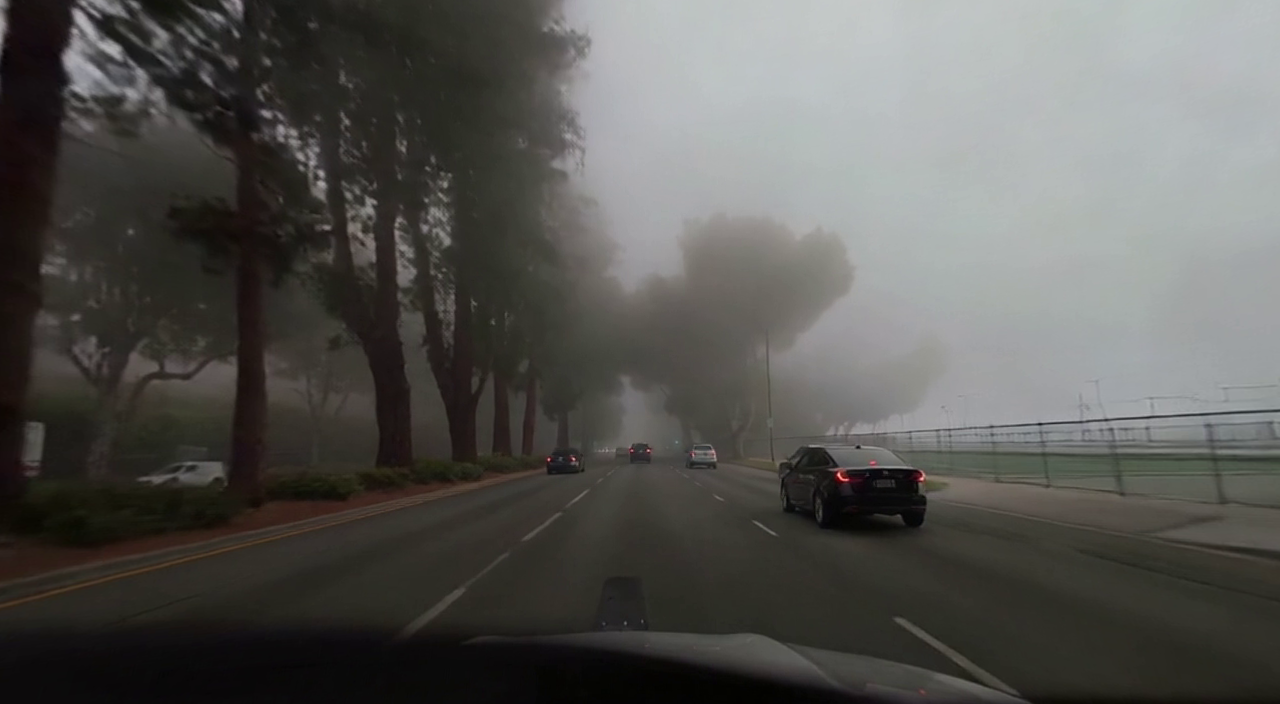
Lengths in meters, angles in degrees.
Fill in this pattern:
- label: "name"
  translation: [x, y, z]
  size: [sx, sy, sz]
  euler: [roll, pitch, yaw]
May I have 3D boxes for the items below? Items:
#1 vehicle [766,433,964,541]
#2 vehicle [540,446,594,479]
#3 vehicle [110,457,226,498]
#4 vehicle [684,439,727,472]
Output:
- label: "vehicle"
  translation: [3.623, 2.234, 11.119]
  size: [1.919, 1.502, 4.232]
  euler: [0, -8, 0]
- label: "vehicle"
  translation: [-3.285, 5.038, 29.038]
  size: [2.013, 1.354, 3.908]
  euler: [0, -8, 0]
- label: "vehicle"
  translation: [-22.565, 5.961, 30.399]
  size: [1.976, 1.697, 4.738]
  euler: [0, -8, -1]
- label: "vehicle"
  translation: [3.645, 5.862, 35.859]
  size: [1.980, 1.709, 4.367]
  euler: [0, -8, 0]
